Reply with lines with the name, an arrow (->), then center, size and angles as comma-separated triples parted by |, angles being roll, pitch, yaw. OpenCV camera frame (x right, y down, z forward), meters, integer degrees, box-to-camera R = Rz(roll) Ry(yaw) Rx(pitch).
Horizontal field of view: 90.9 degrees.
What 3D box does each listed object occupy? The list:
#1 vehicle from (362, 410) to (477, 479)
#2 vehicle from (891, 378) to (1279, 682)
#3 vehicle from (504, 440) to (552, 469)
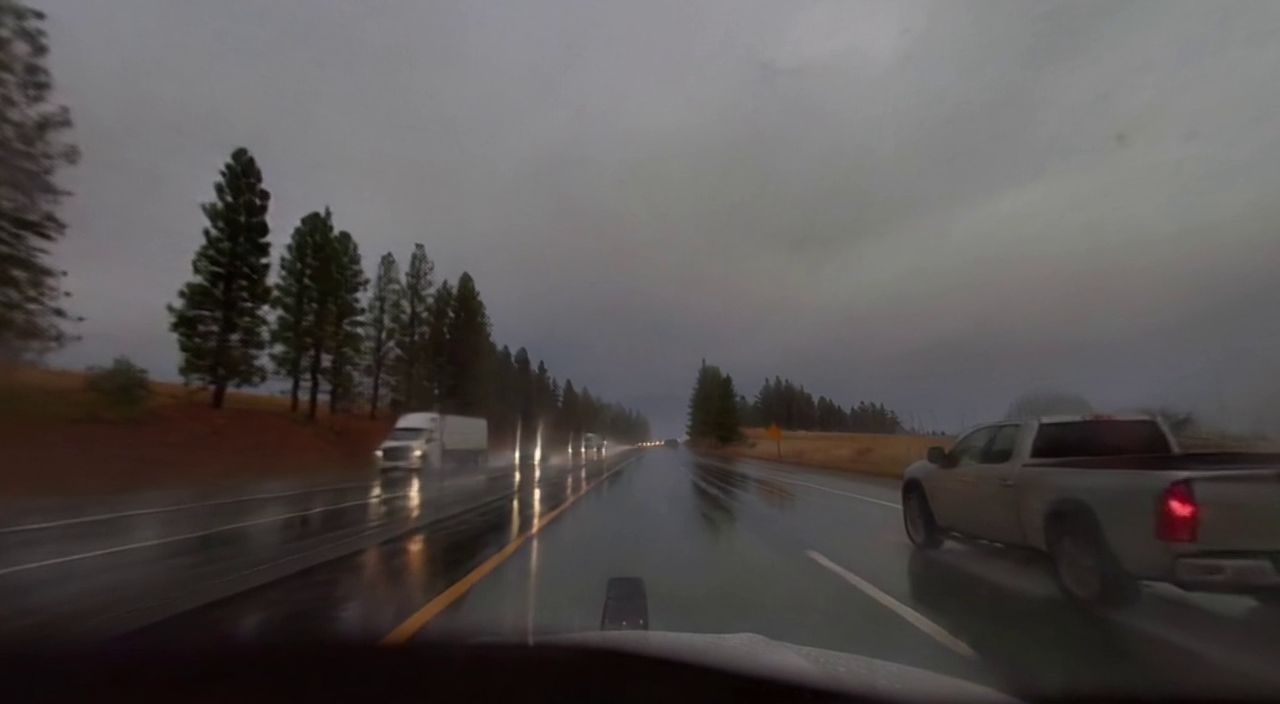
vehicle -> -12.705, 5.519, 37.594 | 3.087, 3.512, 9.874 | 0, -8, 1
vehicle -> 4.467, 1.346, 6.048 | 2.098, 1.703, 4.862 | 0, -8, 0
vehicle -> -8.081, 7.438, 46.051 | 2.289, 1.906, 5.766 | 0, -8, 2
